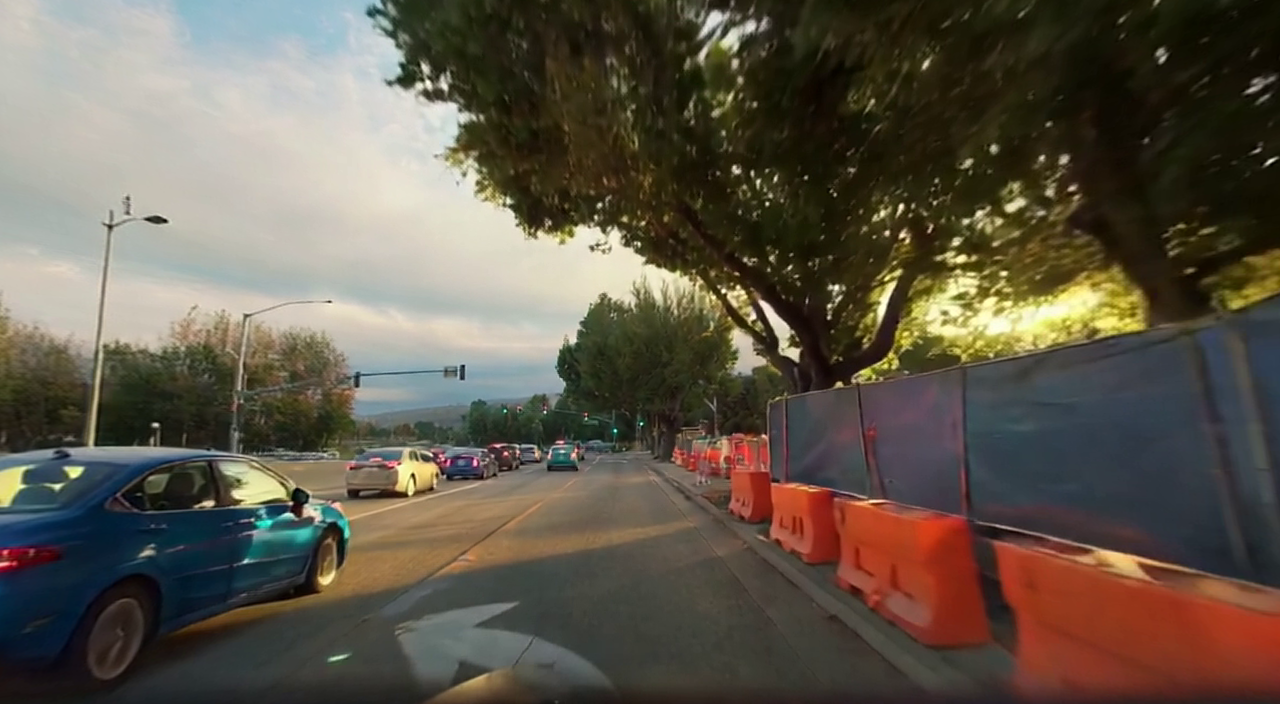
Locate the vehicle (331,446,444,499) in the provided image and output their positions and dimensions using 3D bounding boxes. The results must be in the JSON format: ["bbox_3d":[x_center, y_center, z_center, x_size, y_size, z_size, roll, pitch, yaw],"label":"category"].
[{"bbox_3d":[-8.166,3.908,20.932,1.992,1.446,4.296,-3,-8,0],"label":"vehicle"}]

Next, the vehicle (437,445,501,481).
[{"bbox_3d":[-7.813,5.102,29.342,1.900,1.507,4.285,-1,-8,-2],"label":"vehicle"}]

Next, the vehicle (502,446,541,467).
[{"bbox_3d":[-8.527,7.533,45.736,1.933,1.458,4.544,0,-8,0],"label":"vehicle"}]

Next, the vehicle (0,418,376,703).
[{"bbox_3d":[-4.048,1.366,4.824,2.026,1.497,4.577,-2,-8,1],"label":"vehicle"}]

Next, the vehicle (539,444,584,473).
[{"bbox_3d":[-4.210,5.774,34.523,2.042,1.441,4.172,-1,-8,-2],"label":"vehicle"}]
